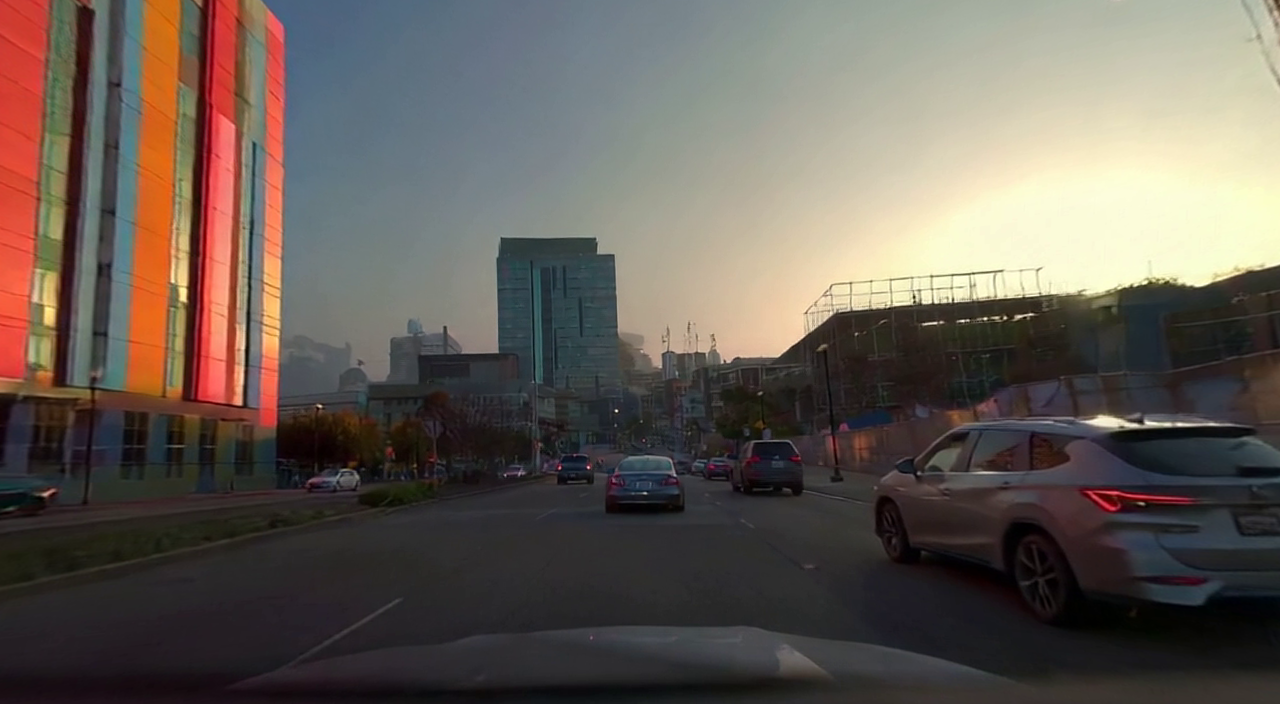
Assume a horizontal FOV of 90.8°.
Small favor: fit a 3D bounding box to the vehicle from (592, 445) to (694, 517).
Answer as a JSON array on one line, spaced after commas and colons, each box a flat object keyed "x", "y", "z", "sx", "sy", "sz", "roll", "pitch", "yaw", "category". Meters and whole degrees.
[{"x": 0.116, "y": 3.021, "z": 15.404, "sx": 2.131, "sy": 1.496, "sz": 4.193, "roll": 0, "pitch": -8, "yaw": 2, "category": "vehicle"}]

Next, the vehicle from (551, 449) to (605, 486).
[{"x": -3.102, "y": 5.899, "z": 32.554, "sx": 2.201, "sy": 1.691, "sz": 4.305, "roll": 0, "pitch": -8, "yaw": 2, "category": "vehicle"}]

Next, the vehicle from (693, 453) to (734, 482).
[{"x": 4.467, "y": 7.072, "z": 39.006, "sx": 2.115, "sy": 1.636, "sz": 4.104, "roll": 0, "pitch": -8, "yaw": 2, "category": "vehicle"}]

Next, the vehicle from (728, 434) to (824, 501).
[{"x": 4.244, "y": 3.682, "z": 20.580, "sx": 2.124, "sy": 1.896, "sz": 4.914, "roll": 0, "pitch": -8, "yaw": 1, "category": "vehicle"}]

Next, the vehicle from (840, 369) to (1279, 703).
[{"x": 3.771, "y": 1.349, "z": 5.899, "sx": 2.185, "sy": 1.797, "sz": 4.934, "roll": 0, "pitch": -8, "yaw": 0, "category": "vehicle"}]

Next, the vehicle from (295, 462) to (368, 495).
[{"x": -18.537, "y": 7.595, "z": 38.237, "sx": 2.021, "sy": 1.740, "sz": 4.444, "roll": 0, "pitch": -8, "yaw": 2, "category": "vehicle"}]
